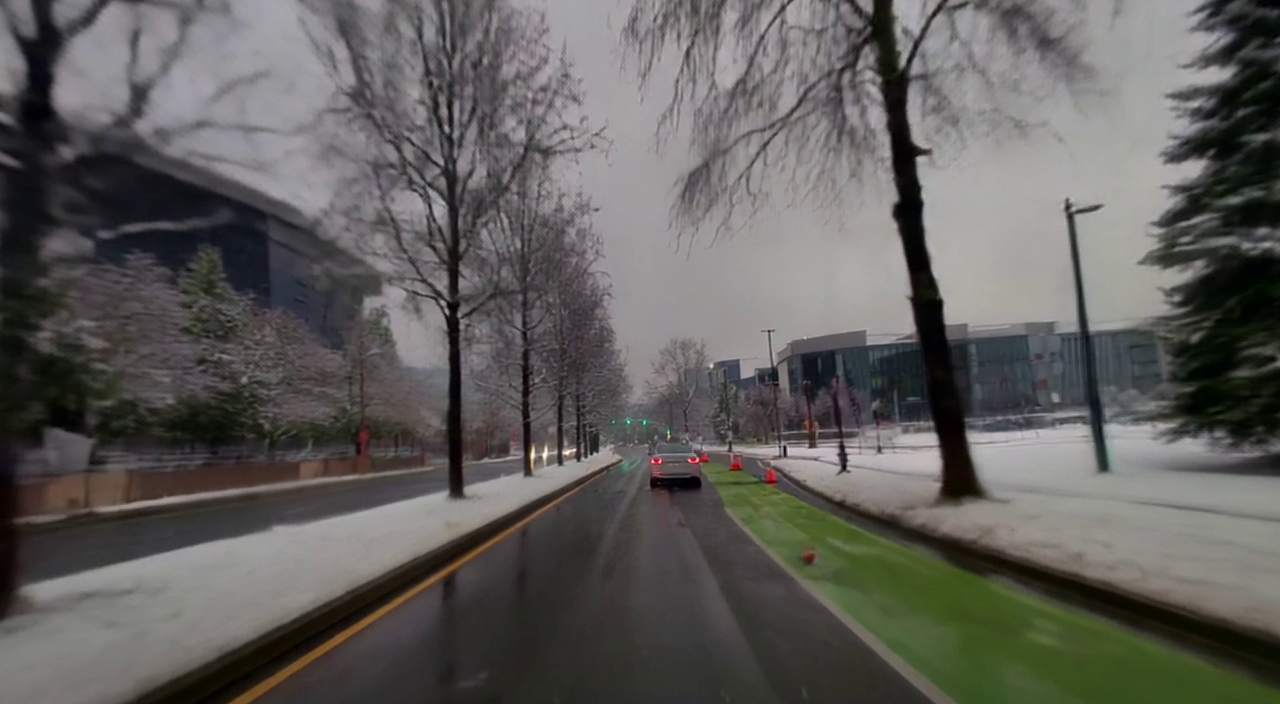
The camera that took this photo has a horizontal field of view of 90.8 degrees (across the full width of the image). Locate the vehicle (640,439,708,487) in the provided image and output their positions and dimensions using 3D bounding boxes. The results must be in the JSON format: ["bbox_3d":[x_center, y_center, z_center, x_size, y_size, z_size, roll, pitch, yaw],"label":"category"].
[{"bbox_3d":[1.119,3.786,21.881,2.114,1.493,4.430,0,-8,2],"label":"vehicle"}]
